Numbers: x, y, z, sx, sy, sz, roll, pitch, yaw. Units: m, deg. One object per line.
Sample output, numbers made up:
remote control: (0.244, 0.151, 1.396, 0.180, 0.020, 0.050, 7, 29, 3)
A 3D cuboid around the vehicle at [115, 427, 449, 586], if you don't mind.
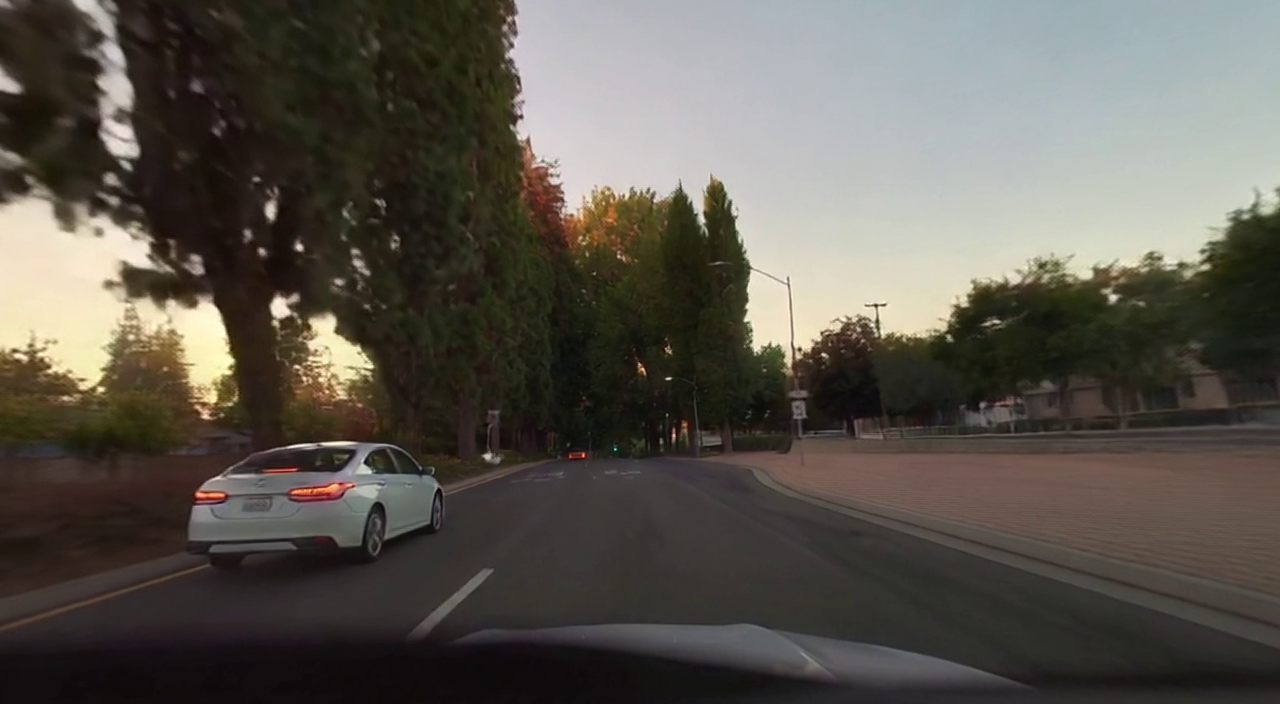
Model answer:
vehicle: (-4.151, 1.831, 8.364, 1.915, 1.521, 4.283, 0, -9, 0)
